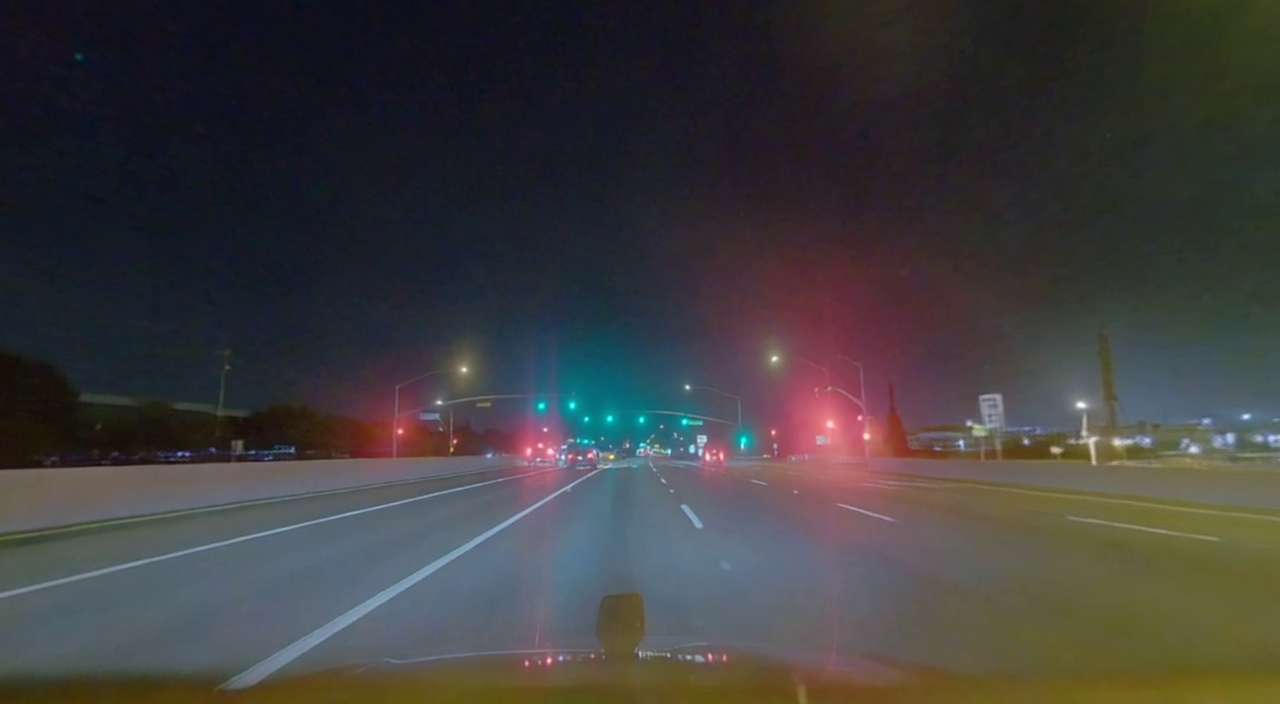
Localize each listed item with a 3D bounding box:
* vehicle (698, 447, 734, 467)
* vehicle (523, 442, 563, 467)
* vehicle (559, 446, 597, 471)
[{"bbox_3d":[5.902,8.197,49.568,2.187,1.475,4.529,0,-8,-2],"label":"vehicle"},{"bbox_3d":[-7.405,7.887,48.746,2.185,1.810,5.589,0,-8,1],"label":"vehicle"},{"bbox_3d":[-3.918,6.766,40.501,2.018,1.463,4.603,0,-8,0],"label":"vehicle"}]
